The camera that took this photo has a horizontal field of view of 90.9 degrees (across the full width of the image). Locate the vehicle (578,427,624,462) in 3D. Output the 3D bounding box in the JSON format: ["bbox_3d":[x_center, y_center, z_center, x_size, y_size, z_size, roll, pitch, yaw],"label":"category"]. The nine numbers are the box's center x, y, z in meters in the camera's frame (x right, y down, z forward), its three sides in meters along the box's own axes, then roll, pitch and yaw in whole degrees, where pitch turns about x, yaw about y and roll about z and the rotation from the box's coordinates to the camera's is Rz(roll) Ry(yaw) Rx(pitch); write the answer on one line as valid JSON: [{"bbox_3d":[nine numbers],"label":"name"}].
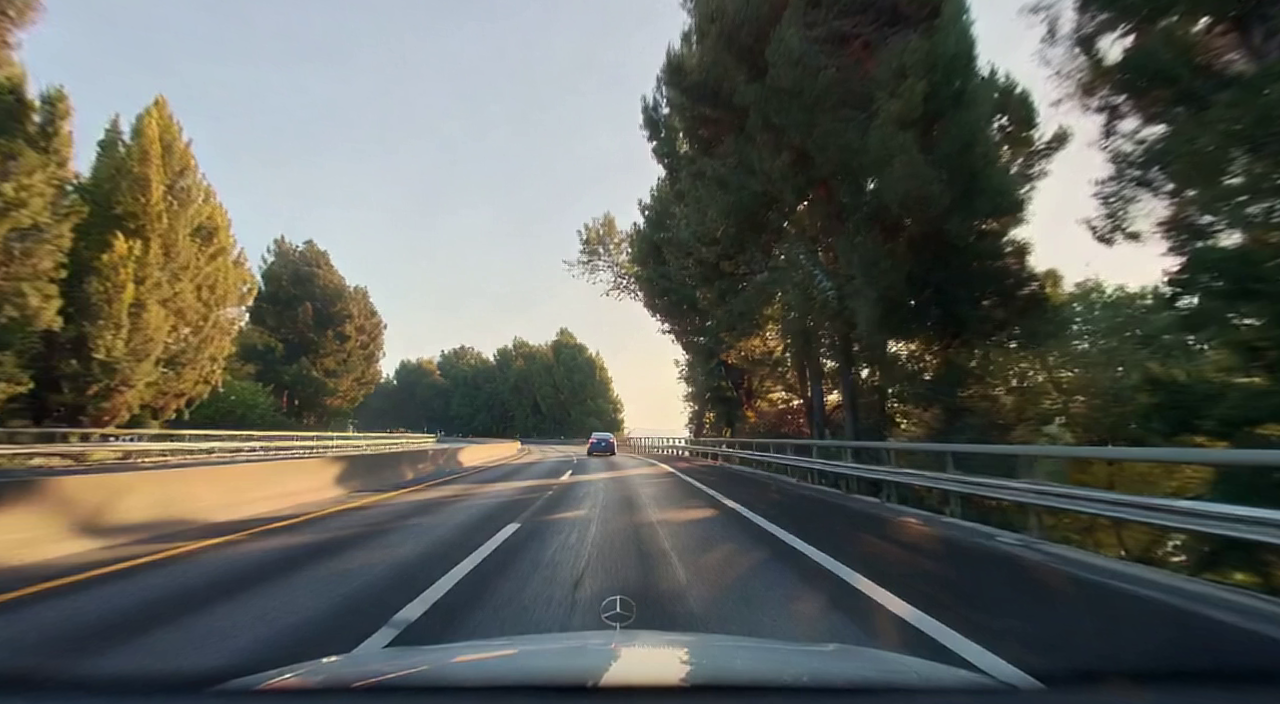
[{"bbox_3d":[-2.253,5.231,35.955,2.452,1.857,4.022,1,-8,-5],"label":"vehicle"}]
